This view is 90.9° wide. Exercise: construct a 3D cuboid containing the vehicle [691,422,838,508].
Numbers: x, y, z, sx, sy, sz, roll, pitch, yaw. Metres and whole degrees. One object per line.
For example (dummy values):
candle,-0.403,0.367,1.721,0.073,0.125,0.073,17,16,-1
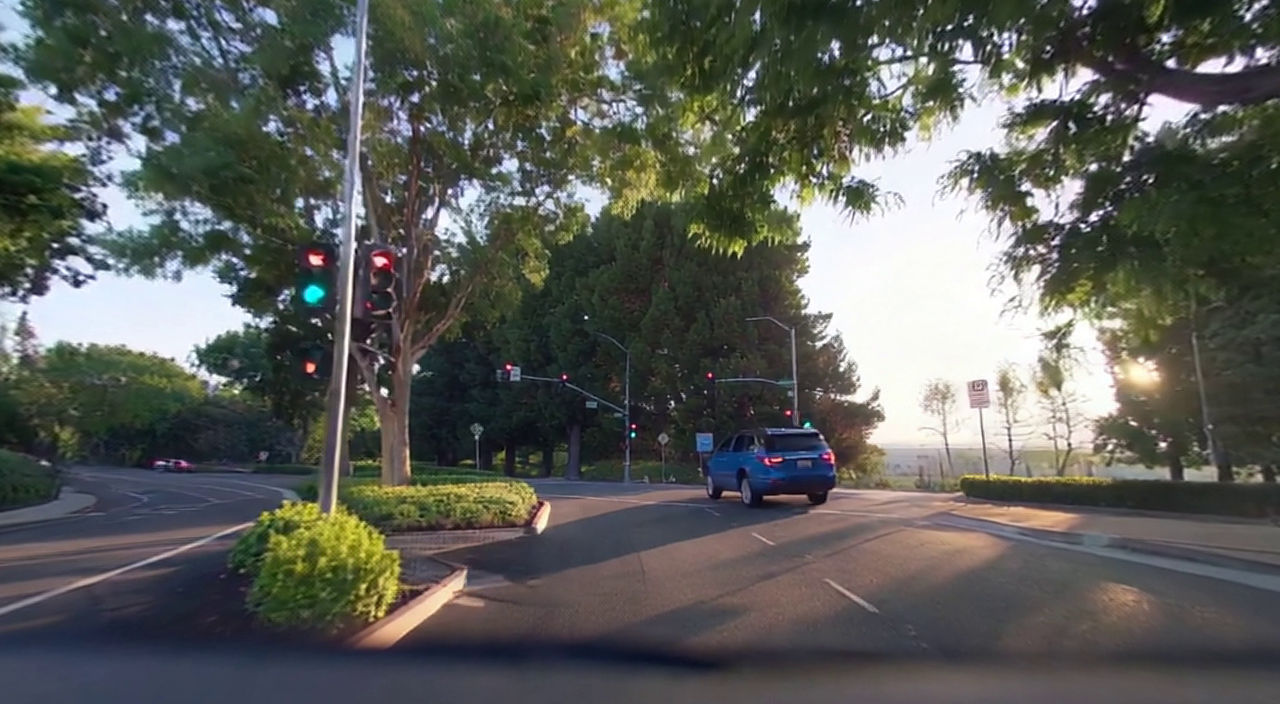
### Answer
vehicle,2.832,2.741,15.760,2.284,1.788,4.871,0,-8,-5
